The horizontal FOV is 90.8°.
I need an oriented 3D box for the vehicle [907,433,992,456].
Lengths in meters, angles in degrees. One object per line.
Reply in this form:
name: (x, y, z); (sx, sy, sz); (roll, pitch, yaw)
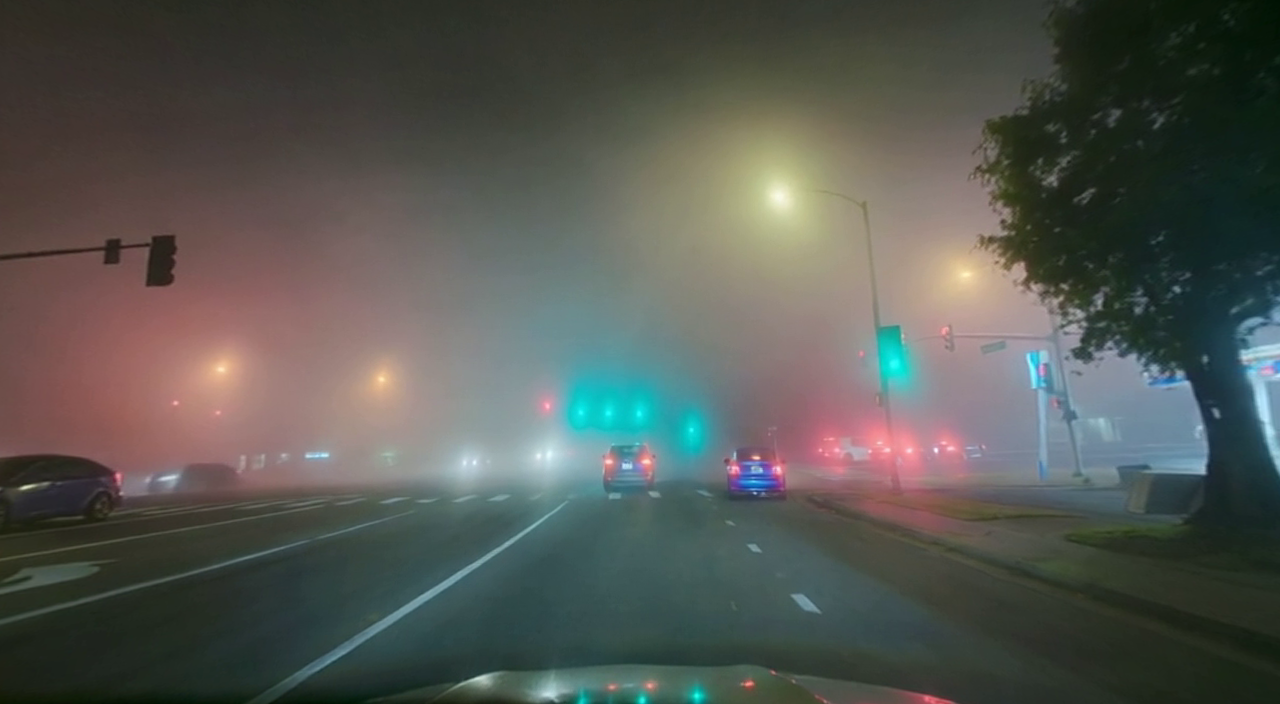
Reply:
vehicle: (20.684, 6.200, 42.326); (4.700, 1.417, 1.789); (0, -8, 2)

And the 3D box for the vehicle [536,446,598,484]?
vehicle: (-3.072, 4.856, 27.535); (2.003, 1.492, 4.291); (-1, -8, 3)

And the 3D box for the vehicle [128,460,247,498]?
vehicle: (-21.032, 5.902, 29.684); (1.949, 1.480, 4.932); (0, -8, 1)

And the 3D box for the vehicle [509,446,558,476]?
vehicle: (-6.345, 6.502, 38.051); (2.018, 1.692, 4.226); (-1, -8, 3)

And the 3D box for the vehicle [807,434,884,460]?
vehicle: (13.797, 6.427, 42.604); (4.524, 1.681, 1.823); (0, -8, 0)

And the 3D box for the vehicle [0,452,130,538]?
vehicle: (-13.446, 2.899, 12.980); (1.995, 1.626, 4.592); (0, -8, 2)

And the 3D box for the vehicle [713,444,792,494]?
vehicle: (3.880, 3.839, 21.156); (1.976, 1.462, 4.342); (-3, -9, 18)

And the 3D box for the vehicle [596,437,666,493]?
vehicle: (-0.227, 3.860, 22.000); (2.210, 1.722, 4.215); (0, -8, 2)
